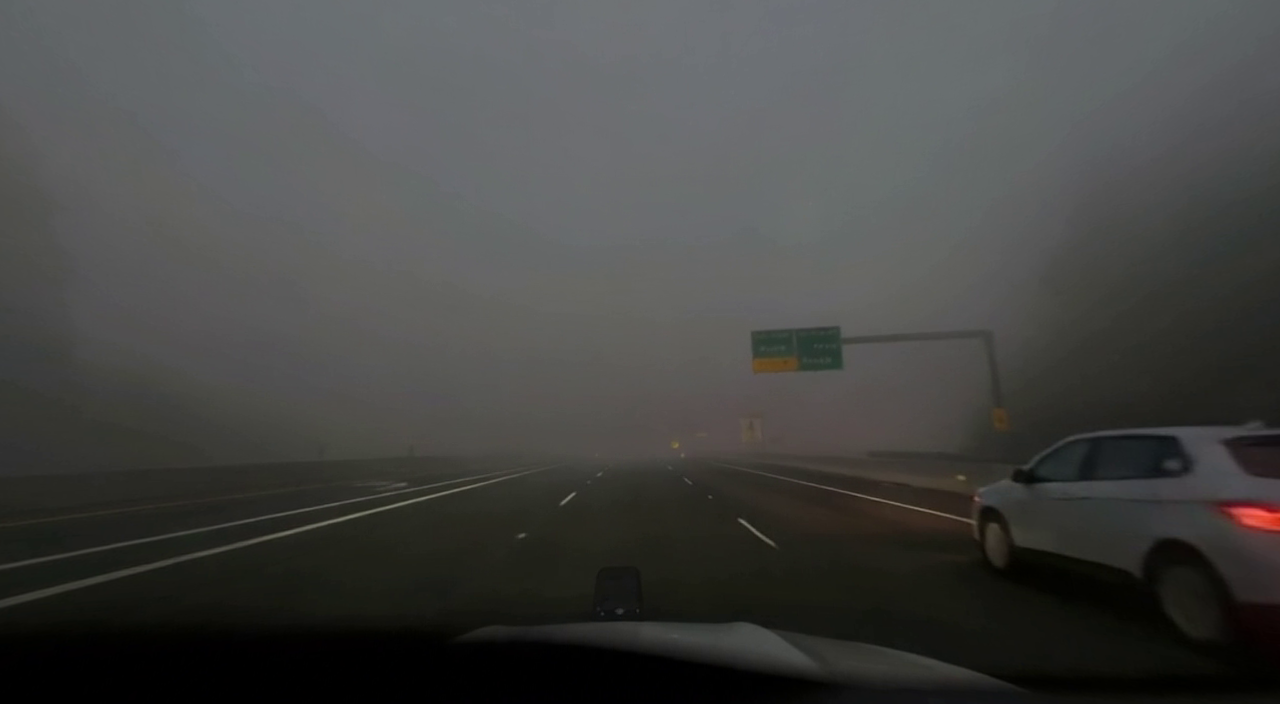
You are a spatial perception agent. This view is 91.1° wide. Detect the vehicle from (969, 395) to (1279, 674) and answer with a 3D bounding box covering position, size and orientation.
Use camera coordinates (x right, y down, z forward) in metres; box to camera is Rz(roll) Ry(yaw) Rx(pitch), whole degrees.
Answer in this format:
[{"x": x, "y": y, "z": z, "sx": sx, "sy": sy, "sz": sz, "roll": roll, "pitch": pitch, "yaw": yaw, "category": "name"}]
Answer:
[{"x": 4.541, "y": 1.179, "z": 4.624, "sx": 1.984, "sy": 1.540, "sz": 3.973, "roll": -1, "pitch": -9, "yaw": -1, "category": "vehicle"}]
